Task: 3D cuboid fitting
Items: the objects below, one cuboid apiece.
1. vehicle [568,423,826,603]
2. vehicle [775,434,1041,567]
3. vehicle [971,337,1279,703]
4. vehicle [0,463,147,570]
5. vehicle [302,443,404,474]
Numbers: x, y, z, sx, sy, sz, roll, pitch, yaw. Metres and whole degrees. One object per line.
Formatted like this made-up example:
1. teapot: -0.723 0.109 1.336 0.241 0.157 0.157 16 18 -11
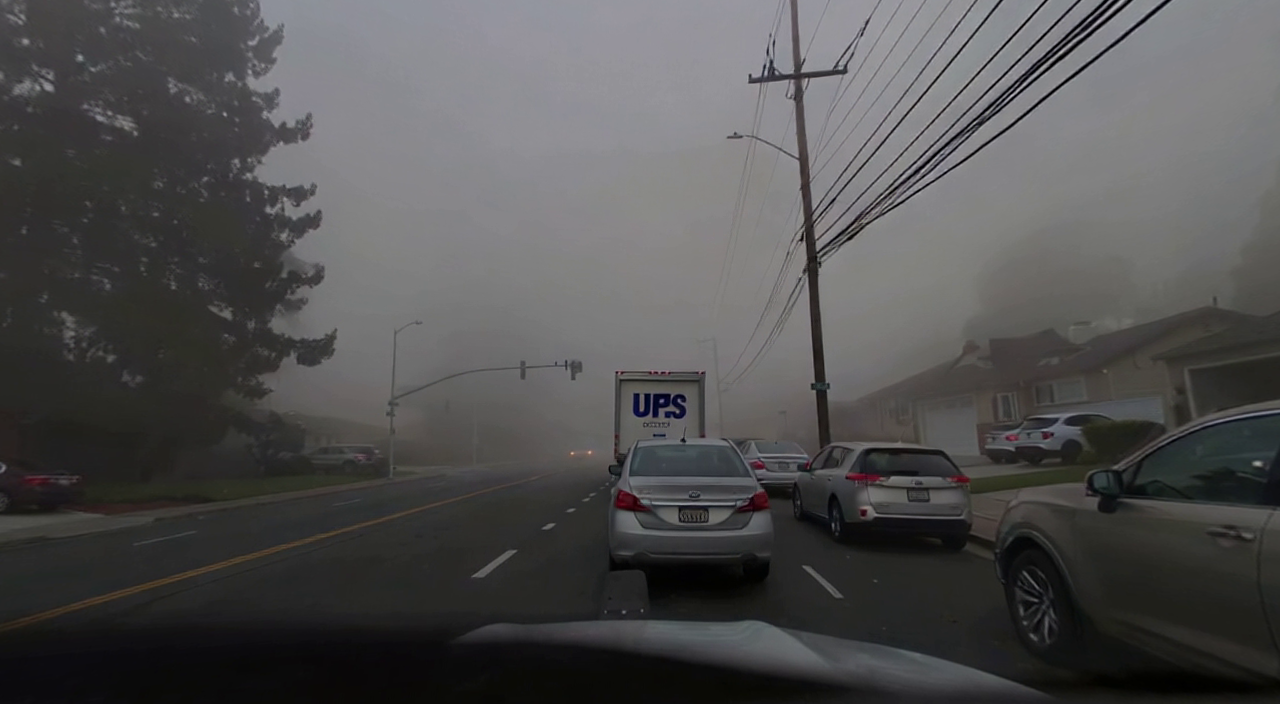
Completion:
1. vehicle: 0.472 1.681 7.529 2.158 1.499 4.377 0 -8 0
2. vehicle: 3.503 2.010 9.354 1.993 1.479 4.487 0 -8 0
3. vehicle: 3.315 0.768 1.927 2.069 1.722 4.888 0 -8 2
4. vehicle: -10.352 2.492 9.490 1.925 1.482 4.753 0 -8 0
5. vehicle: -17.428 6.466 38.305 5.274 1.793 1.921 0 -8 3
